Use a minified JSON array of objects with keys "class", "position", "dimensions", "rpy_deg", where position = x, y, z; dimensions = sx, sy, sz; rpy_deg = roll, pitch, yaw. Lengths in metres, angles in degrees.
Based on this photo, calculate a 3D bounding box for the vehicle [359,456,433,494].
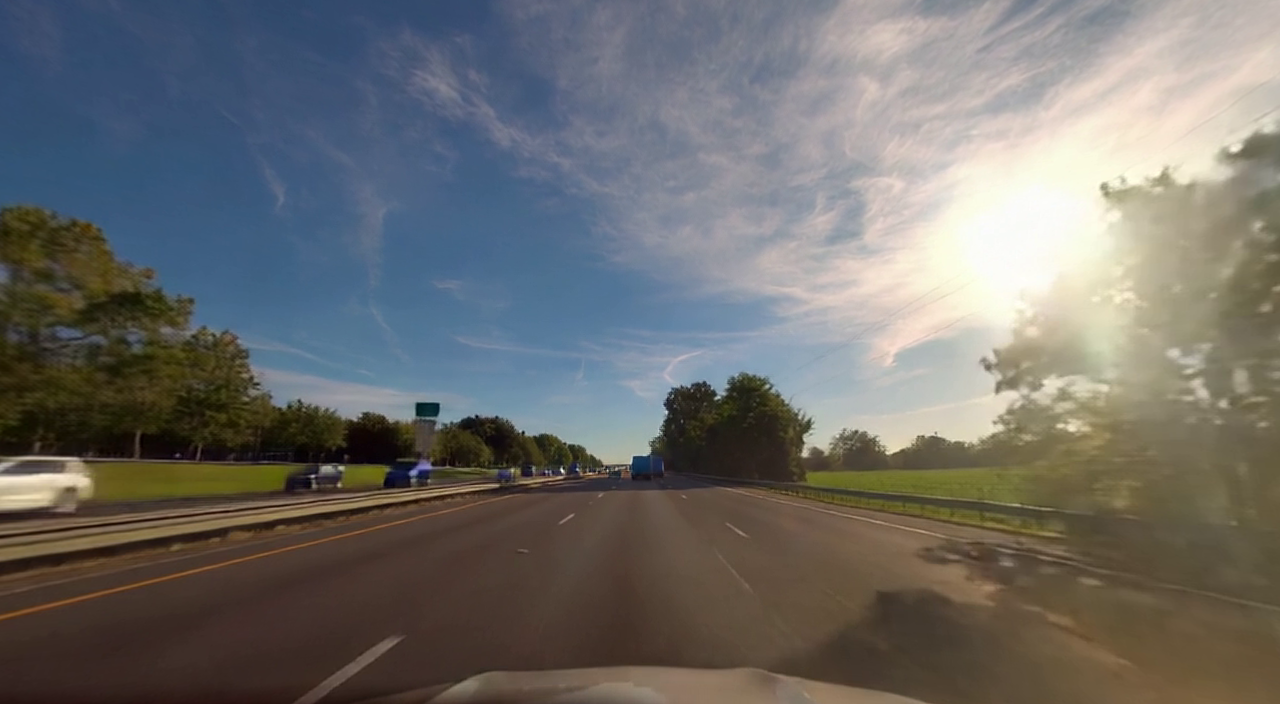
[{"class":"vehicle","position":[-13.319,6.771,34.815],"dimensions":[2.203,1.927,4.857],"rpy_deg":[1,-11,-1]}]

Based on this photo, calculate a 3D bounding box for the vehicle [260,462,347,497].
[{"class":"vehicle","position":[-17.241,6.557,32.561],"dimensions":[2.006,1.607,4.436],"rpy_deg":[1,-11,0]}]
